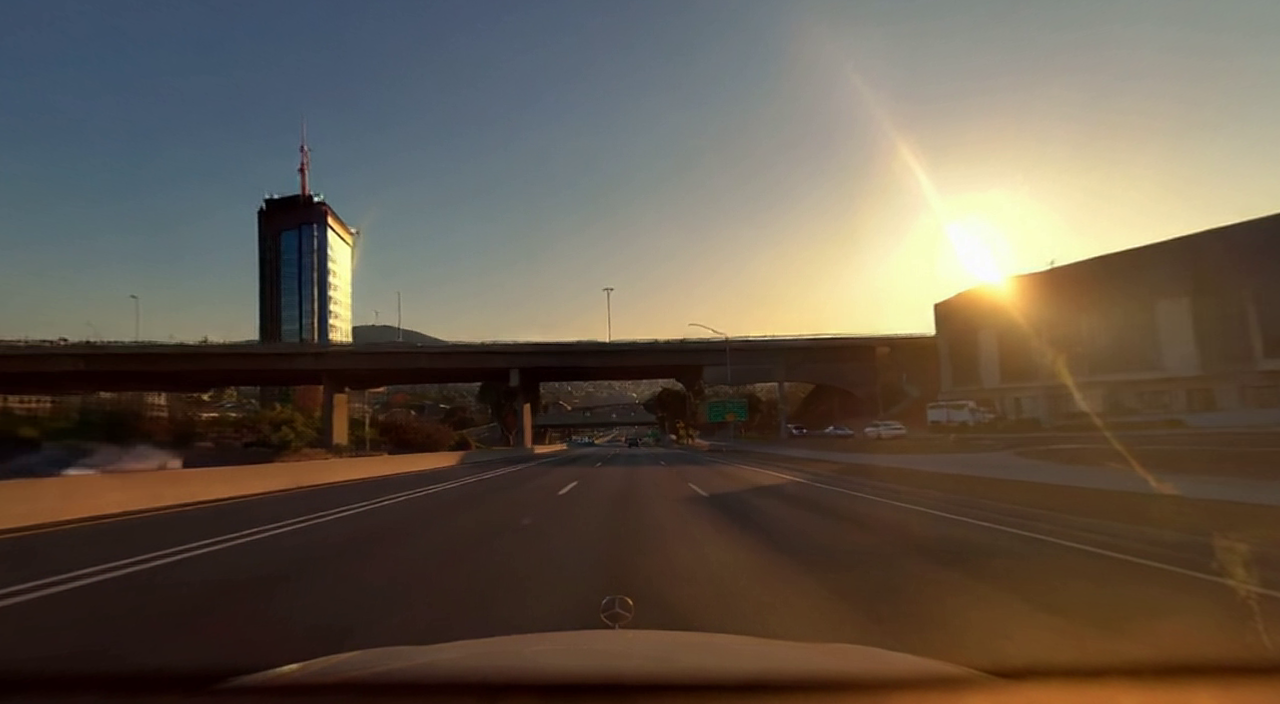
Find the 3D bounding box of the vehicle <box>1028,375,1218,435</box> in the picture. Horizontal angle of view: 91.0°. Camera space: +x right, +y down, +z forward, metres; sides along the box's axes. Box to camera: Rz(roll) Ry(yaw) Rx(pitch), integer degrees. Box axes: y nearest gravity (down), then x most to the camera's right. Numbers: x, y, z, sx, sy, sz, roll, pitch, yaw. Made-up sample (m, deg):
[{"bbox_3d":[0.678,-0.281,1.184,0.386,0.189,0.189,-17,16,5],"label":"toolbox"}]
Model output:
[{"bbox_3d":[33.087,3.999,44.341,2.930,3.454,12.572,-3,-8,-2],"label":"vehicle"}]
